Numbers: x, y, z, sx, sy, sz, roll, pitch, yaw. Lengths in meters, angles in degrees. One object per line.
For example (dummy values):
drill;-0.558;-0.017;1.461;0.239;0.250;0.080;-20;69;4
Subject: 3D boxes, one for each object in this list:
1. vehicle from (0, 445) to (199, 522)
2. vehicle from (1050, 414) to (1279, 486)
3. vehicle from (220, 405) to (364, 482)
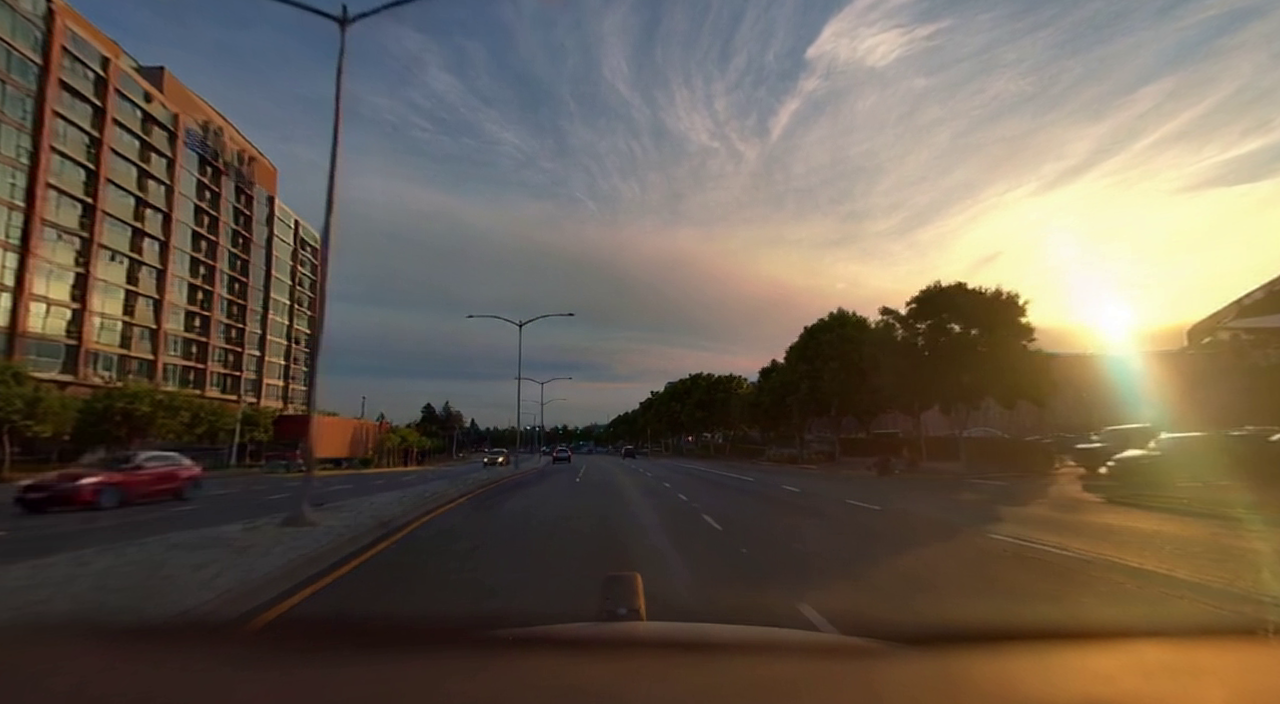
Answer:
vehicle;-13.222;3.018;15.082;2.150;1.534;4.569;0;-9;-2
vehicle;16.575;3.029;19.558;5.829;1.995;2.659;-3;-9;16
vehicle;-19.813;5.542;37.501;3.331;3.651;14.423;2;-9;-12
